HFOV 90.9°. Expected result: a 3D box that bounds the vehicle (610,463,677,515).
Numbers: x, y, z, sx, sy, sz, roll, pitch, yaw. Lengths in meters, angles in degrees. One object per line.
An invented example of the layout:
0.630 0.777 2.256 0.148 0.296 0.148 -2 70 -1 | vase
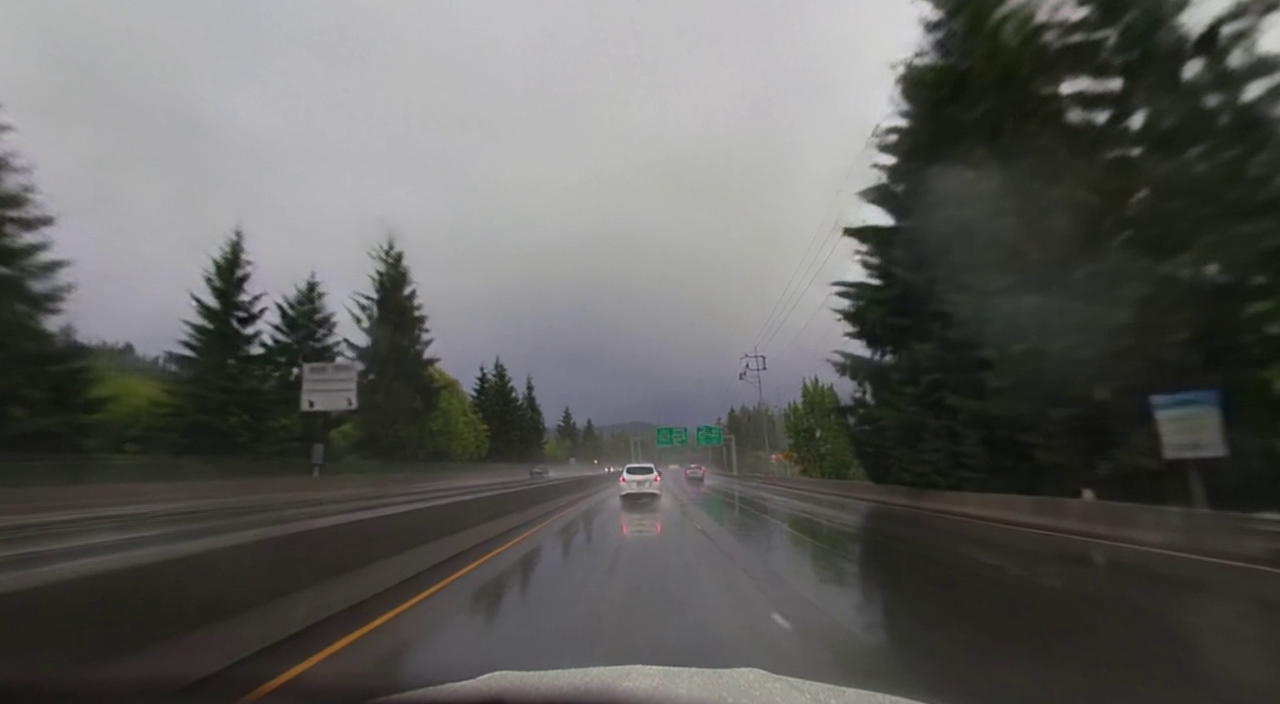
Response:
0.122 4.455 20.772 1.987 1.480 3.786 1 -10 0 | vehicle
